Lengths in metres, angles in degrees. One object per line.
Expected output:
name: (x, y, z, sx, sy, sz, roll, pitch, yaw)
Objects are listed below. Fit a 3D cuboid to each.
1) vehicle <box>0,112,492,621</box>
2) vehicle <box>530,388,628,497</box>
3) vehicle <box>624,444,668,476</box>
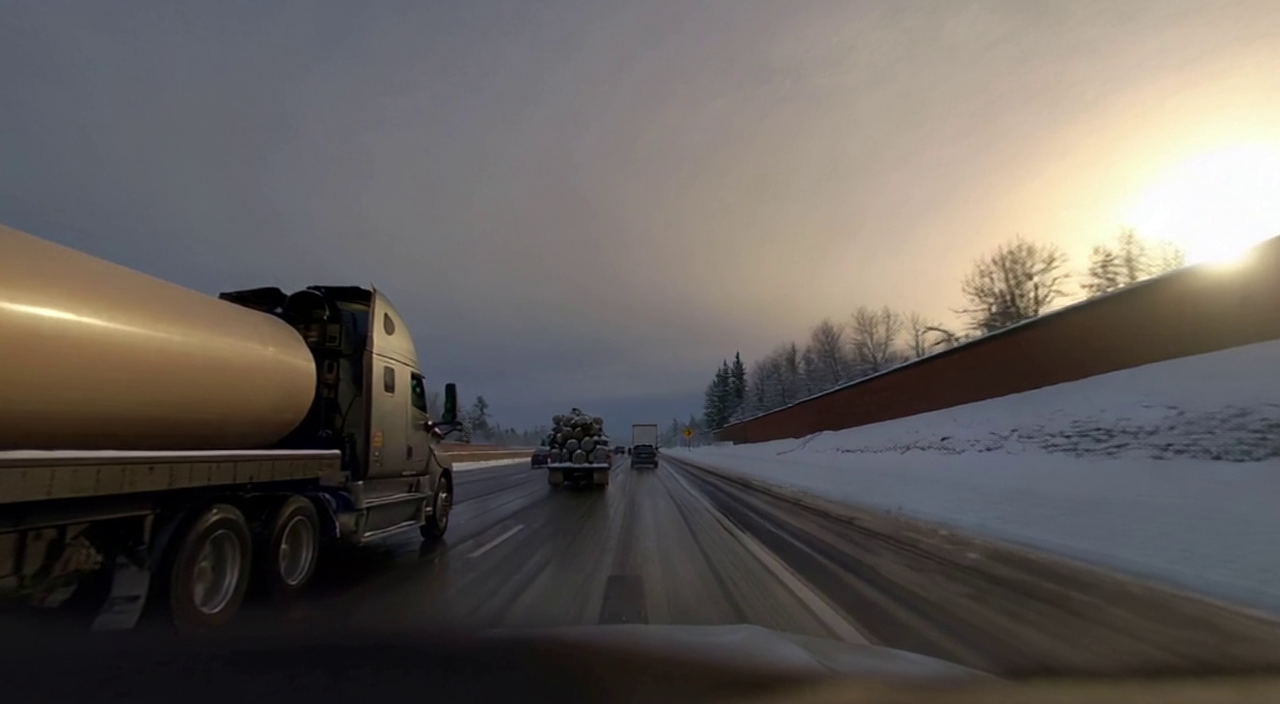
vehicle: (-4.110, 0.431, 7.806, 2.998, 3.992, 5.800, 0, -8, 1)
vehicle: (-2.232, 3.208, 22.366, 2.798, 3.071, 8.412, 1, -8, -7)
vehicle: (0.267, 5.439, 32.005, 2.041, 1.462, 4.548, 0, -8, 0)
